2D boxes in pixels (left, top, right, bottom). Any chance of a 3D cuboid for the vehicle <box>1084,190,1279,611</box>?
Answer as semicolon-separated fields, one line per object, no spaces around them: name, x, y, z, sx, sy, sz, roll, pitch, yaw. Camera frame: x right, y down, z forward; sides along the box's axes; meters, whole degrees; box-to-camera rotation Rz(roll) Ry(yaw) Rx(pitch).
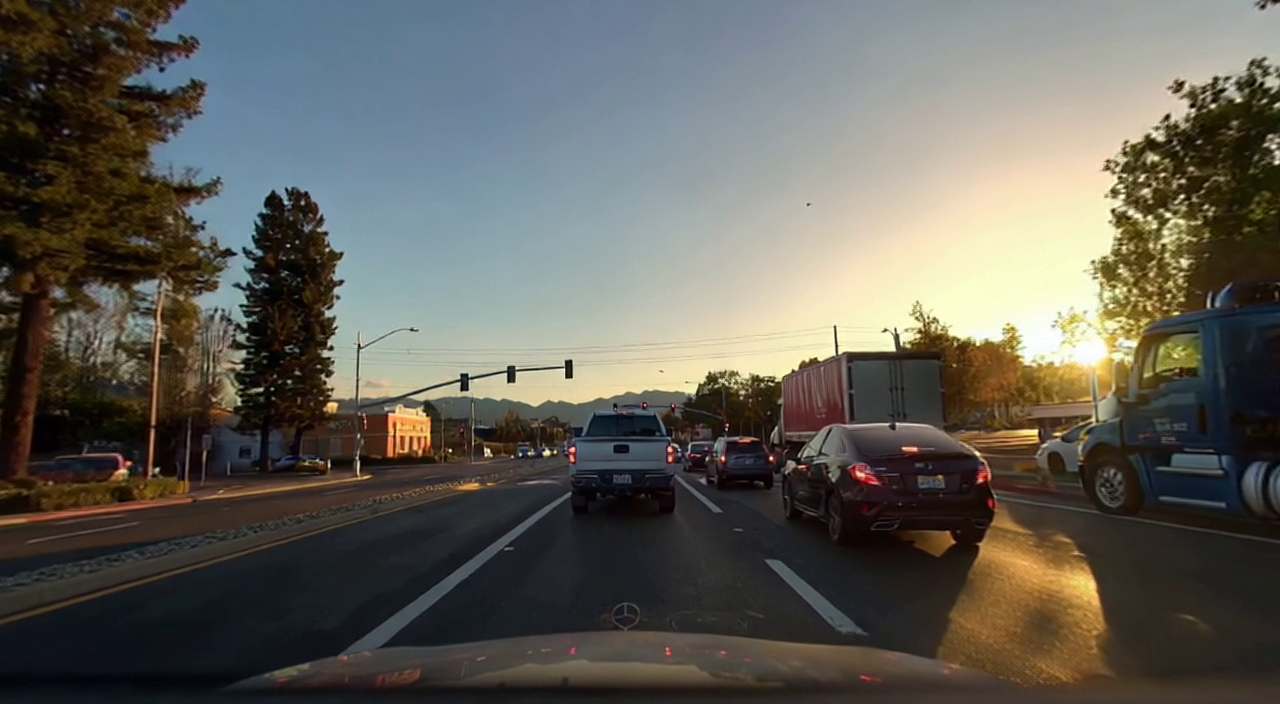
vehicle;6.510;0.126;3.343;2.802;3.322;7.429;0;-9;0

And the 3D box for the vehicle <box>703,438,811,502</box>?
vehicle;2.996;3.128;17.168;1.922;1.483;4.436;0;-9;-2

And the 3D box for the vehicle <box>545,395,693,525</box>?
vehicle;-0.388;2.220;13.343;2.499;2.183;5.111;0;-9;-1

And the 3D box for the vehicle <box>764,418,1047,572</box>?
vehicle;3.264;1.871;9.136;1.905;1.587;4.998;0;-9;0

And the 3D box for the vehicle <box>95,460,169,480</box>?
vehicle;-38.216;8.874;47.567;4.150;1.474;1.826;-1;-9;8

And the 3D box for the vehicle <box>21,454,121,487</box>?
vehicle;-28.587;5.934;31.918;1.730;1.534;3.922;1;-9;-7
